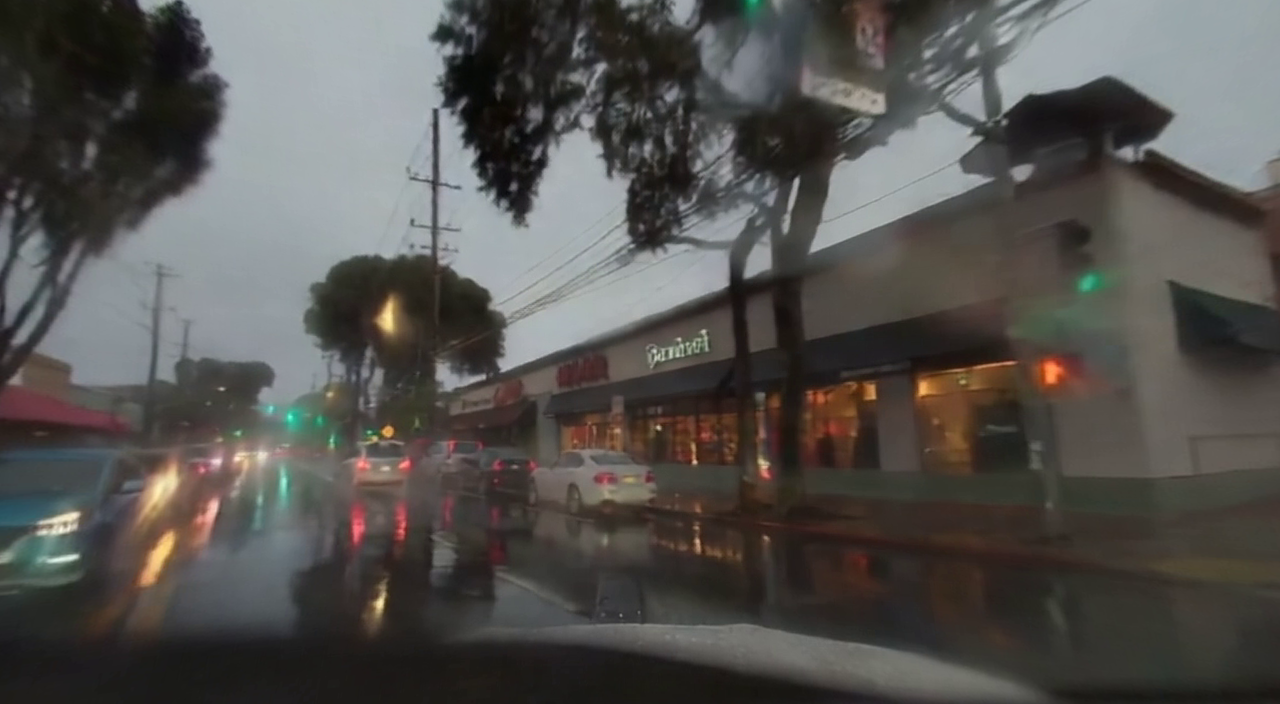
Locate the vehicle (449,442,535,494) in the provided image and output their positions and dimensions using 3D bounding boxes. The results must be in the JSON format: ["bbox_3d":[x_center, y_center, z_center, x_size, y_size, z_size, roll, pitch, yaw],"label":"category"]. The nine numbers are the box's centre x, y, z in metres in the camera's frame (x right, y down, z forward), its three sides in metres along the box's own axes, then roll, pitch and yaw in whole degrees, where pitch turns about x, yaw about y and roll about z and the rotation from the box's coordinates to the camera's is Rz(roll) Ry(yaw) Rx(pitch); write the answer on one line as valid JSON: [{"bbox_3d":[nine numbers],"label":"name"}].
[{"bbox_3d":[-5.488,4.172,23.122,1.882,1.704,4.055,5,-10,-30],"label":"vehicle"}]

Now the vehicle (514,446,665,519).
[{"bbox_3d":[-1.491,3.230,16.297,2.059,1.550,4.703,4,-10,-29],"label":"vehicle"}]

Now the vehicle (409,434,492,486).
[{"bbox_3d":[-8.386,4.666,27.592,2.243,1.992,5.087,5,-10,-30],"label":"vehicle"}]

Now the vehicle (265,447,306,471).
[{"bbox_3d":[-23.118,6.911,41.072,2.050,1.400,4.666,5,-10,-31],"label":"vehicle"}]

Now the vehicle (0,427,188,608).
[{"bbox_3d":[-7.189,1.829,7.770,2.087,1.646,4.563,4,-10,-29],"label":"vehicle"}]

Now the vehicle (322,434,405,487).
[{"bbox_3d":[-11.291,4.344,25.619,2.440,1.882,4.611,5,-10,-30],"label":"vehicle"}]
